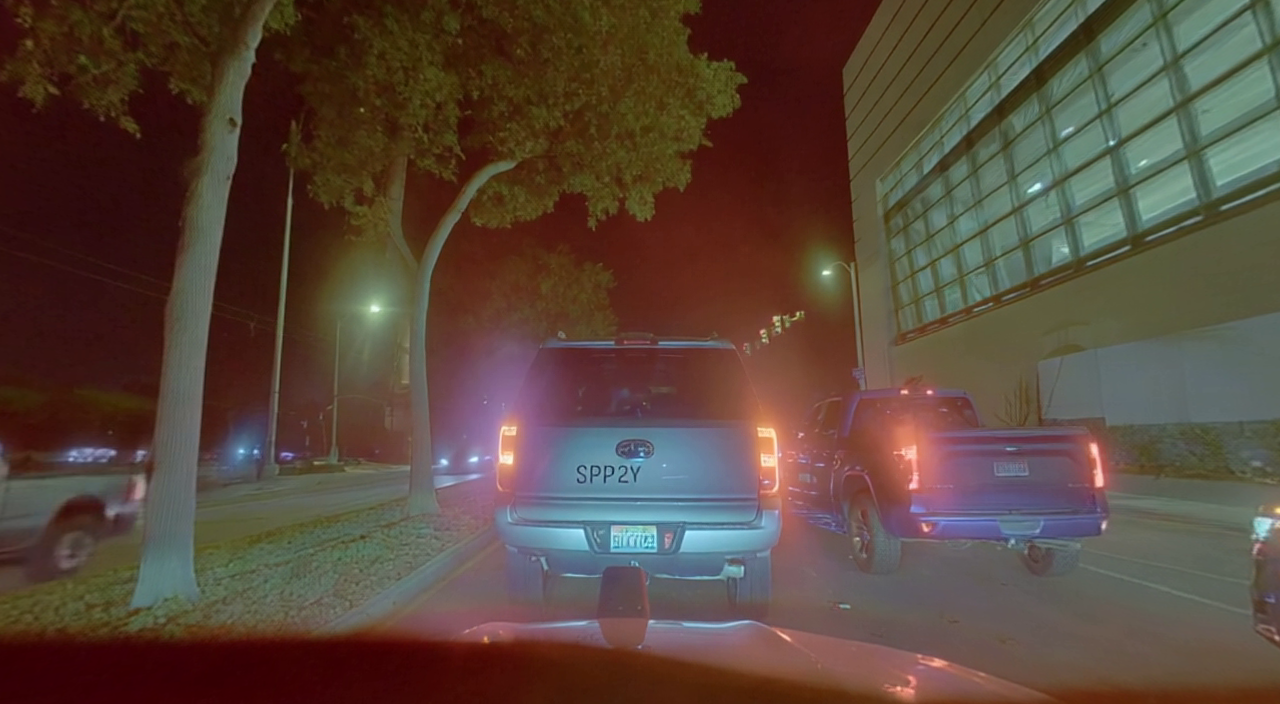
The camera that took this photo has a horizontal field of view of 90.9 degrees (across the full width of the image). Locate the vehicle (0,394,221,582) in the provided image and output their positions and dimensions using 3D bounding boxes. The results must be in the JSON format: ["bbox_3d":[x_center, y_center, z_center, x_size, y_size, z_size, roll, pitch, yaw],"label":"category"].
[{"bbox_3d":[-9.004,1.694,7.424,2.873,2.199,8.099,-4,-8,-2],"label":"vehicle"}]

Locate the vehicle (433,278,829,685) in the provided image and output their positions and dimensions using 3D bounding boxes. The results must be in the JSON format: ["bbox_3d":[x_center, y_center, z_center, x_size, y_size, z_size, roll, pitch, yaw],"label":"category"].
[{"bbox_3d":[0.008,1.041,5.937,2.267,2.372,4.366,0,-8,2],"label":"vehicle"}]

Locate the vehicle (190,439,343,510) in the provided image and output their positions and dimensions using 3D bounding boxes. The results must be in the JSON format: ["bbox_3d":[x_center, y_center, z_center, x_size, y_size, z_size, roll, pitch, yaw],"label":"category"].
[{"bbox_3d":[-15.983,5.214,27.667,2.741,2.730,6.221,0,-8,1],"label":"vehicle"}]

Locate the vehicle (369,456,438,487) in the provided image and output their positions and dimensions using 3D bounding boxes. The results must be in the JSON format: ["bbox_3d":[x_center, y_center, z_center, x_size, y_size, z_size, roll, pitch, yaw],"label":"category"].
[{"bbox_3d":[-15.425,7.792,41.502,2.214,1.815,5.613,0,-8,2],"label":"vehicle"}]

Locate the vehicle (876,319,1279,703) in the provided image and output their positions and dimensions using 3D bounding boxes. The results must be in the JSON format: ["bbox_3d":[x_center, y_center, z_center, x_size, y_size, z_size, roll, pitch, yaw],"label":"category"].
[{"bbox_3d":[3.077,0.987,3.482,2.022,1.700,4.410,0,-8,3],"label":"vehicle"}]
